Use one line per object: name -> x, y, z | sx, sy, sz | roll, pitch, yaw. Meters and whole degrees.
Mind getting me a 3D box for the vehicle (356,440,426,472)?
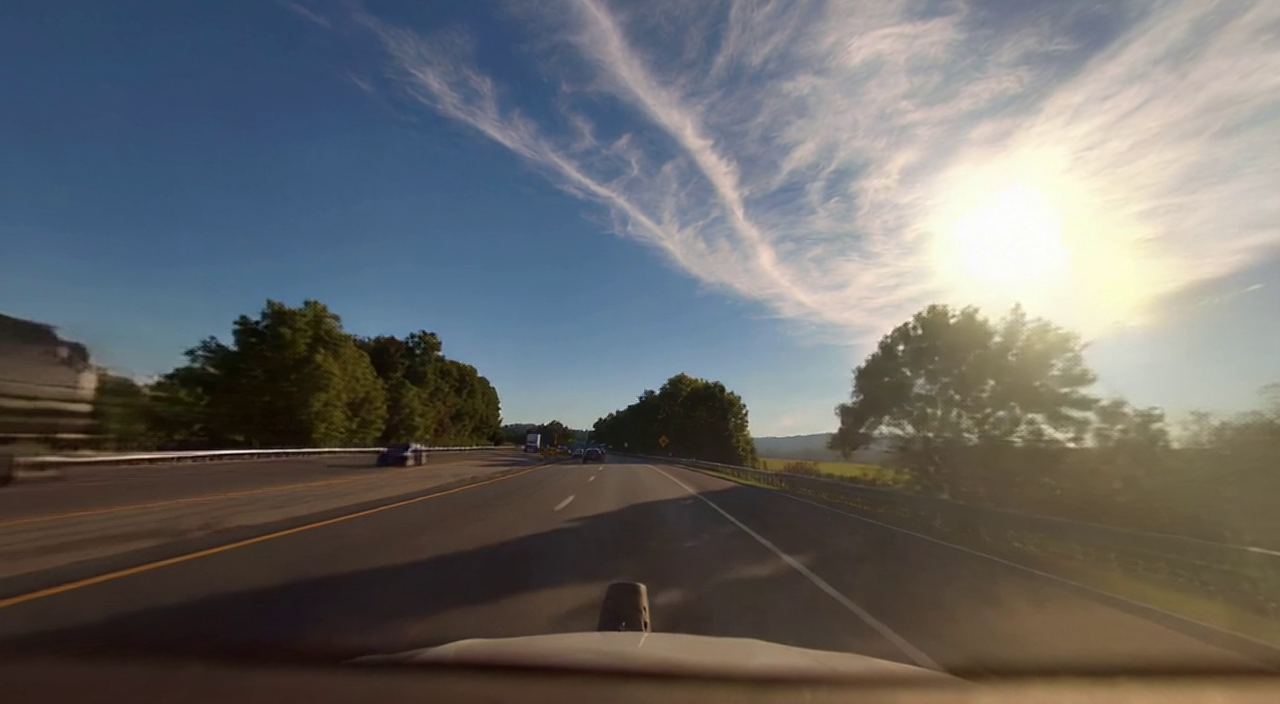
vehicle -> -12.818, 5.366, 32.701 | 2.167, 1.558, 3.727 | 0, -9, -2
